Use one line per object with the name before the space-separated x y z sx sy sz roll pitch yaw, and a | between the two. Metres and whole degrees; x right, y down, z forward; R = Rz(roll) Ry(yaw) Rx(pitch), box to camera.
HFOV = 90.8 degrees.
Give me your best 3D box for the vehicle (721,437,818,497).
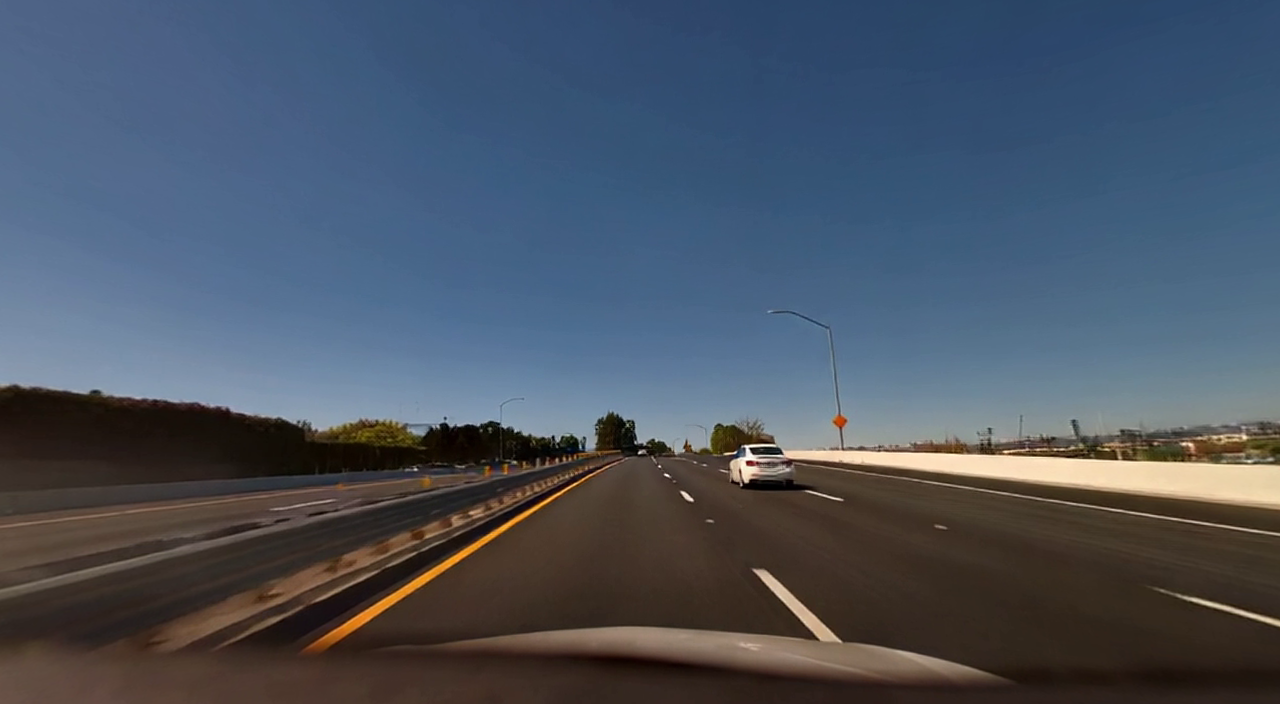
vehicle | 3.590 3.256 18.239 1.874 1.506 4.116 0 -8 -1
